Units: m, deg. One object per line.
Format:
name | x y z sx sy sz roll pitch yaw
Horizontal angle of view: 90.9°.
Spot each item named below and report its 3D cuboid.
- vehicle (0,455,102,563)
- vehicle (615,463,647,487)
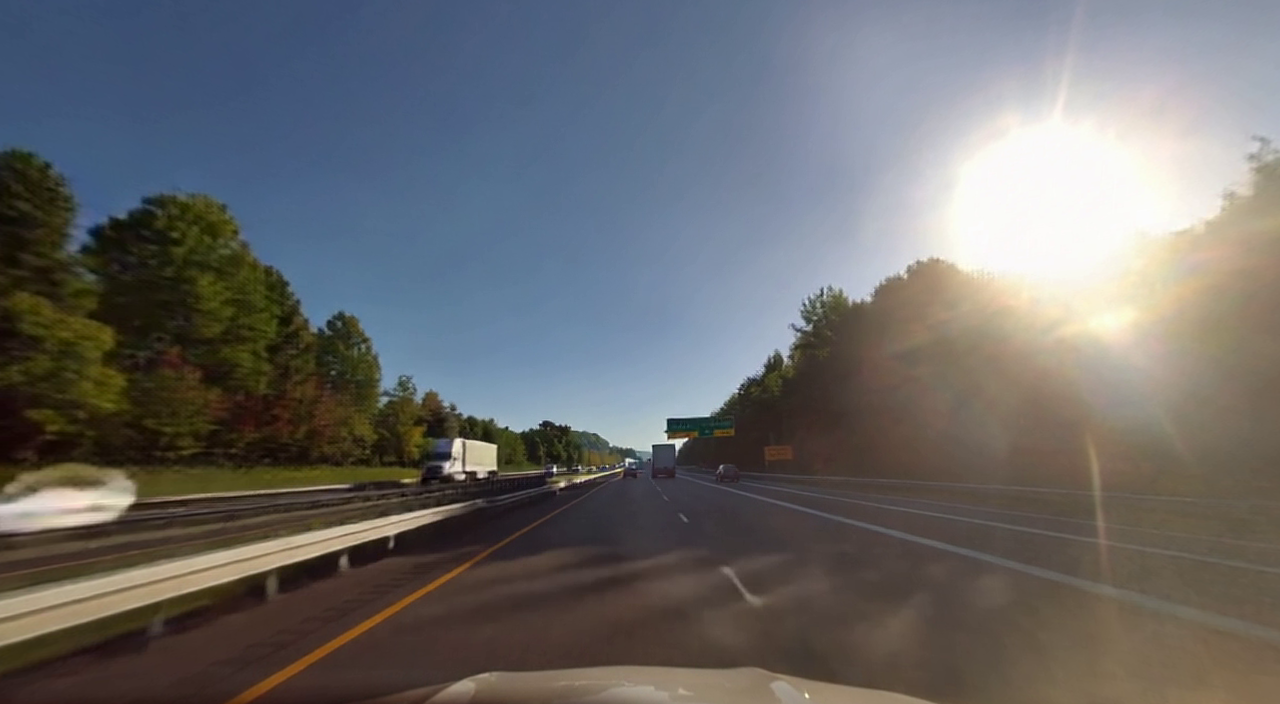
vehicle | -9.976 2.146 8.516 1.892 1.497 3.878 1 -10 0
vehicle | -0.611 8.079 41.490 2.025 1.452 3.927 1 -10 -1
